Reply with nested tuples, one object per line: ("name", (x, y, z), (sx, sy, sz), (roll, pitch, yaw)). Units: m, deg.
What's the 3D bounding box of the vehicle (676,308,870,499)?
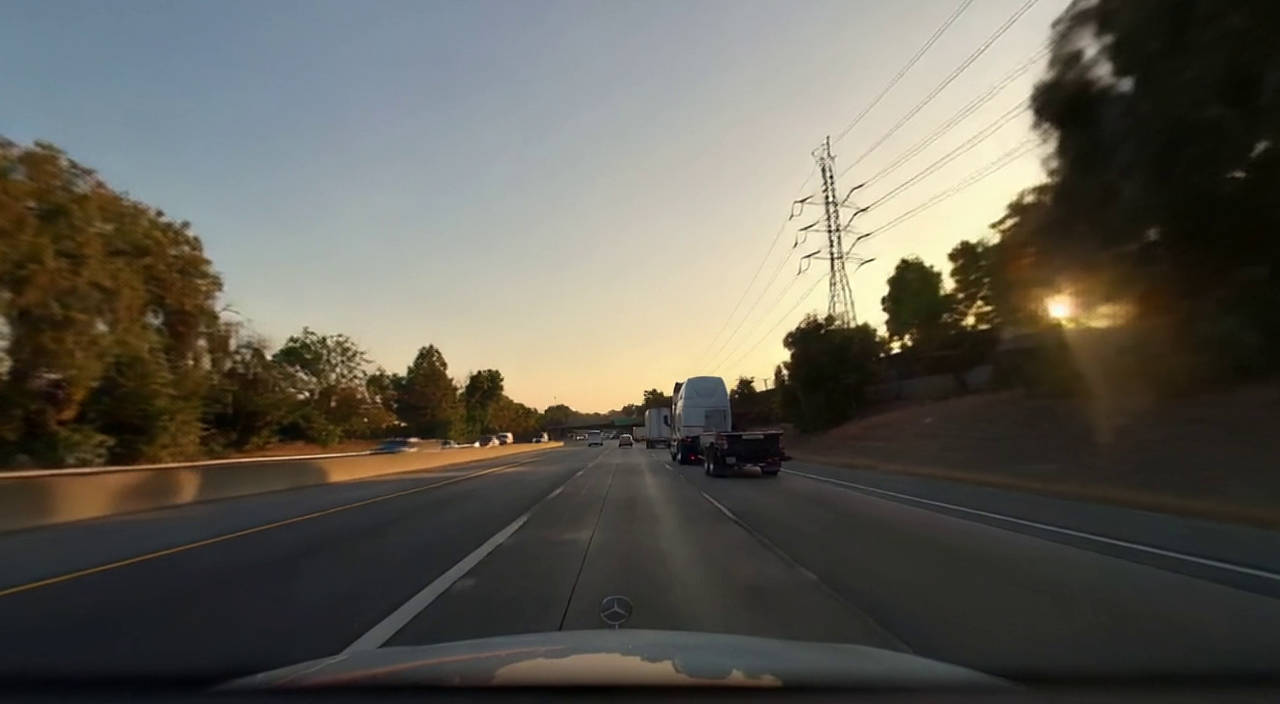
("vehicle", (3.218, 2.029, 20.556), (2.905, 4.080, 14.157), (0, -8, -2))
